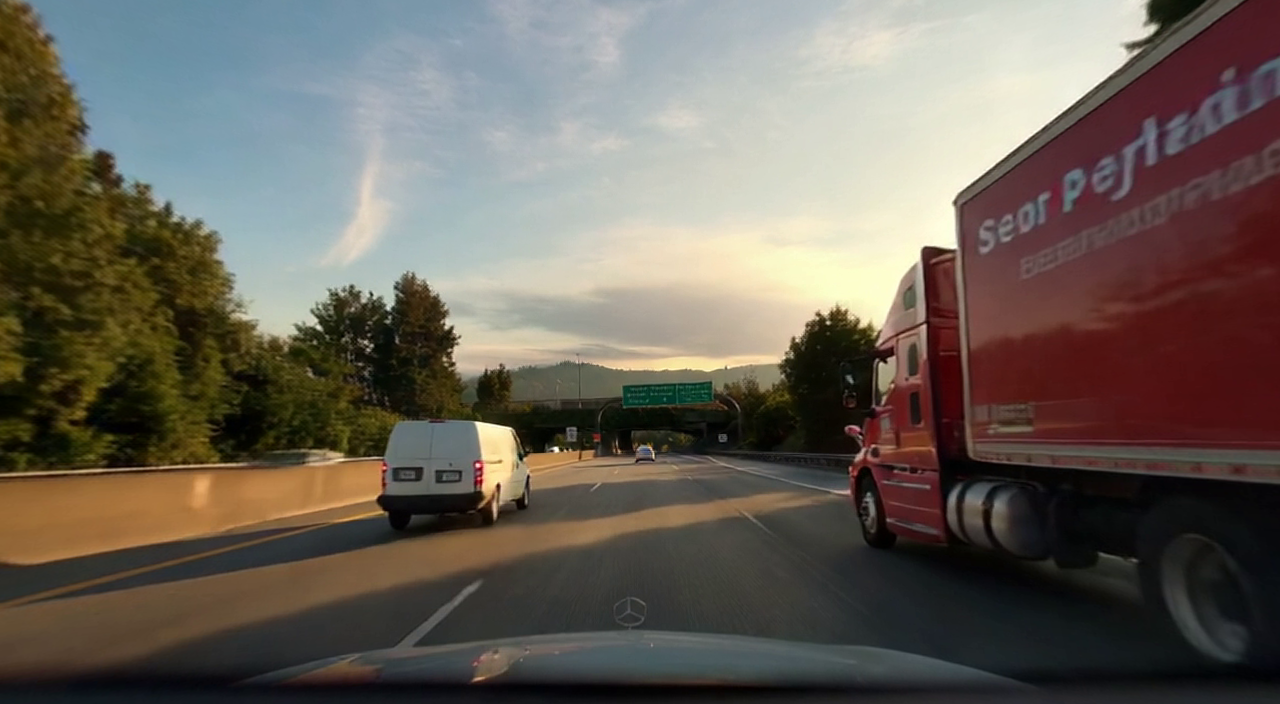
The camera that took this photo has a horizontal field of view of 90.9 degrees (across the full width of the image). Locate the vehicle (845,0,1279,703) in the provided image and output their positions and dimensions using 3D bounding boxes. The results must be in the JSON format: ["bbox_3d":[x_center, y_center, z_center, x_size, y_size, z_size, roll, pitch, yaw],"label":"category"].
[{"bbox_3d":[4.178,0.056,4.463,3.007,3.949,7.005,0,-9,0],"label":"vehicle"}]

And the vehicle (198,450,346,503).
[{"bbox_3d":[-11.567,3.912,20.282,2.025,1.461,4.592,0,-9,0],"label":"vehicle"}]

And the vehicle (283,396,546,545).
[{"bbox_3d":[-3.372,1.995,11.188,2.572,1.927,5.803,0,-9,-1],"label":"vehicle"}]

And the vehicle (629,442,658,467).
[{"bbox_3d":[0.230,7.435,45.794,2.067,1.690,3.901,0,-9,0],"label":"vehicle"}]
